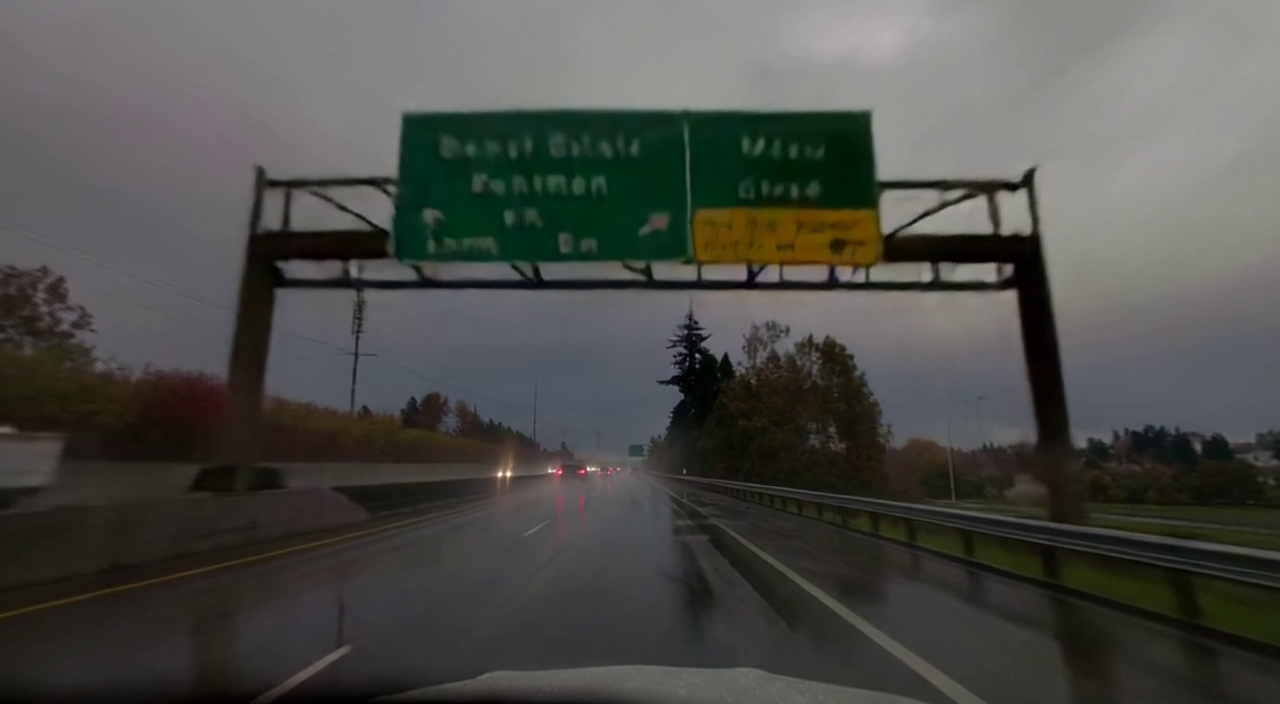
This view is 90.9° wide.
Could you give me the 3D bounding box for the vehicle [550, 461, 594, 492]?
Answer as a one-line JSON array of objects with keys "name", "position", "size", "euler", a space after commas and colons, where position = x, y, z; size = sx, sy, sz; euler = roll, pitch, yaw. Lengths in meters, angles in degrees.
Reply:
[{"name": "vehicle", "position": [-4.331, 8.089, 41.109], "size": [2.254, 1.809, 5.839], "euler": [1, -11, 0]}]
